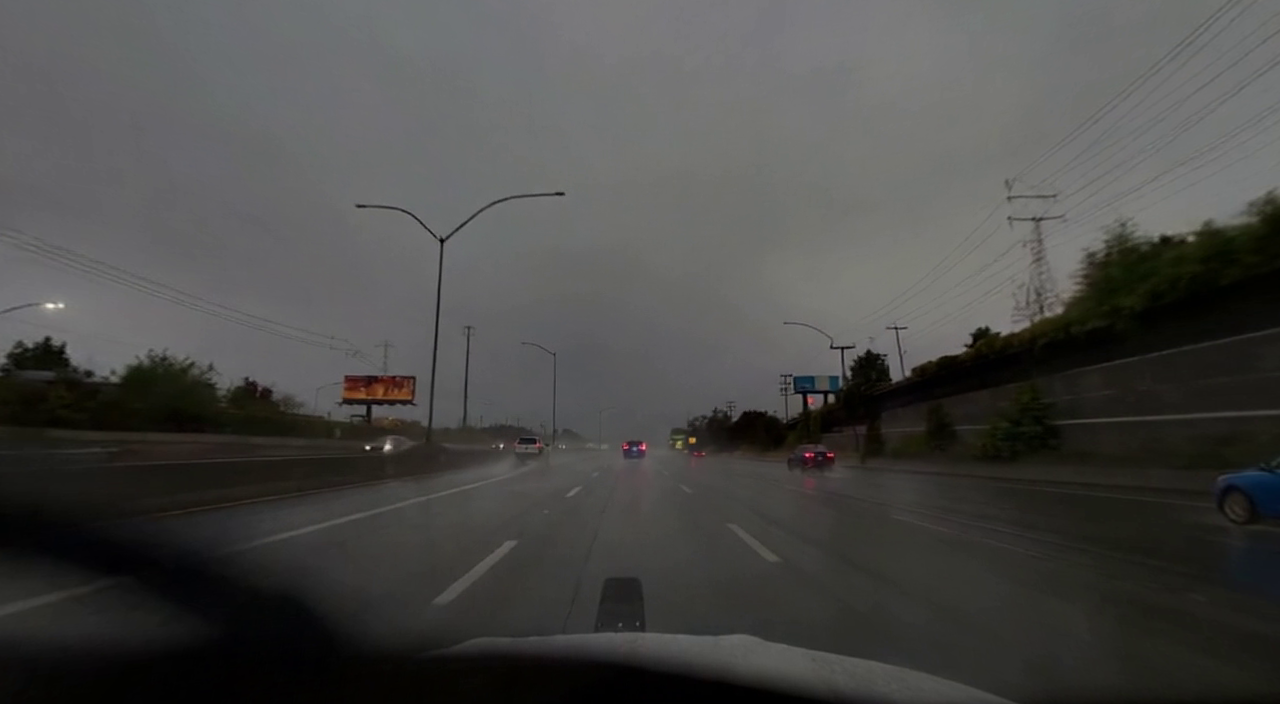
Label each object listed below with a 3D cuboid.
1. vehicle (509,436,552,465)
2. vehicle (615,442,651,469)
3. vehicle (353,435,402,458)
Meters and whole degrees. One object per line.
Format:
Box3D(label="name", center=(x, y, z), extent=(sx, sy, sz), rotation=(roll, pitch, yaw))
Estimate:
Box3D(label="vehicle", center=(-7.605, 6.910, 44.531), extent=(2.177, 1.929, 4.706), rotation=(0, -8, 0))
Box3D(label="vehicle", center=(-0.462, 6.347, 38.952), extent=(2.074, 1.574, 3.971), rotation=(0, -8, -2))
Box3D(label="vehicle", center=(-17.683, 6.376, 42.705), extent=(1.658, 1.467, 3.636), rotation=(0, -8, 1))
